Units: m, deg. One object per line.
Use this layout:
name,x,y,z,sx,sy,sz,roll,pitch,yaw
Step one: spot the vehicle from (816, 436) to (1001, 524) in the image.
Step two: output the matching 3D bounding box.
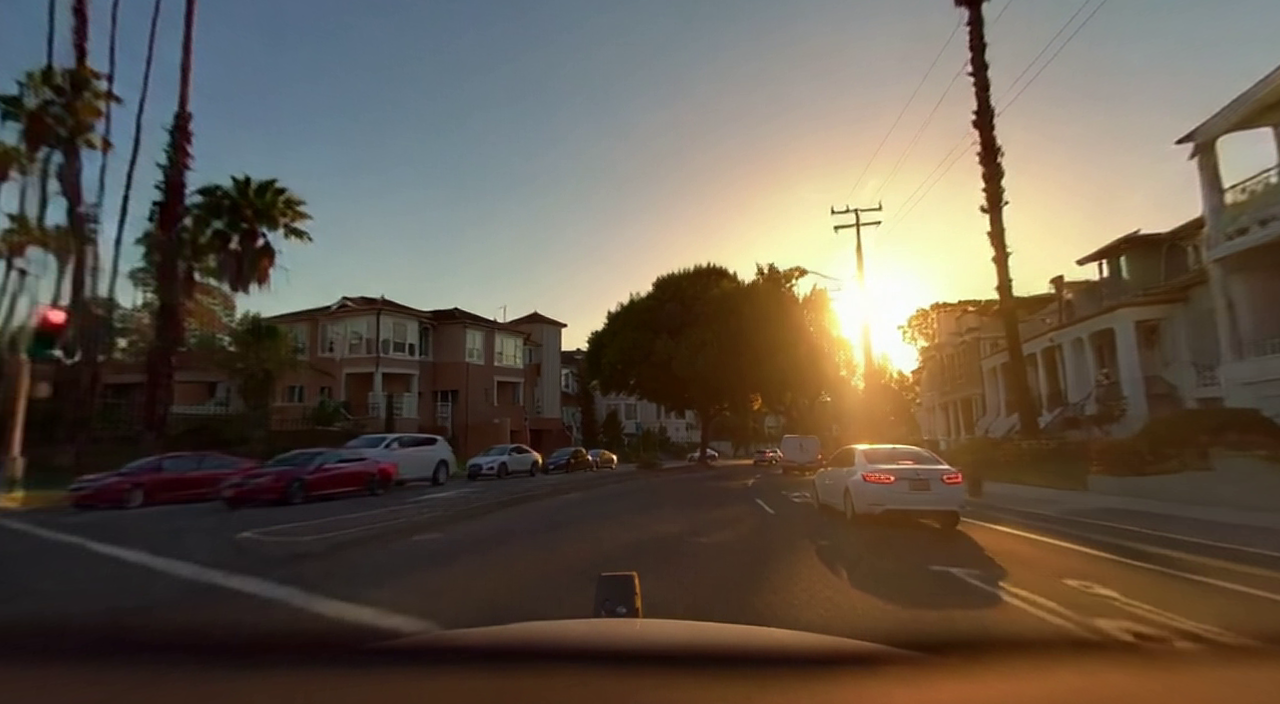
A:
vehicle,5.453,2.643,13.654,2.096,1.552,4.519,0,-9,2

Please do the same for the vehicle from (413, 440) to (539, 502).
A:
vehicle,-4.655,3.411,18.625,1.852,1.498,4.238,-5,-9,12

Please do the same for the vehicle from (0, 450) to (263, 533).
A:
vehicle,-9.923,2.661,12.664,1.891,1.358,3.828,-2,-9,12

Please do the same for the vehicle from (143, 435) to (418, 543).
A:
vehicle,-6.368,2.397,12.028,1.959,1.515,4.668,-2,-7,10

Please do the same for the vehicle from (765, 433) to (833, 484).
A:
vehicle,6.727,4.563,27.224,2.109,2.002,4.424,-1,-9,5

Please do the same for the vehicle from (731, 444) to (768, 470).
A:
vehicle,7.154,6.816,40.997,1.923,1.576,4.026,-3,-9,16

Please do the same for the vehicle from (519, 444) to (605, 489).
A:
vehicle,-3.178,4.780,26.745,2.081,1.453,4.698,-4,-7,12
